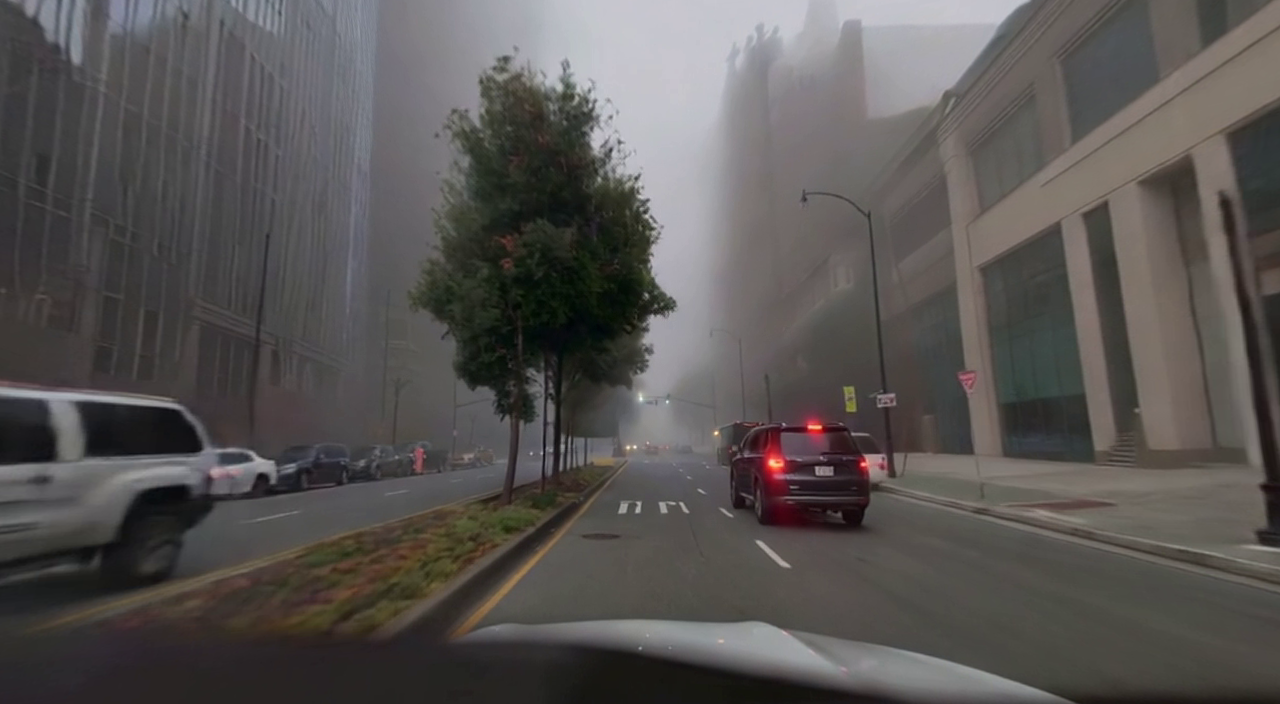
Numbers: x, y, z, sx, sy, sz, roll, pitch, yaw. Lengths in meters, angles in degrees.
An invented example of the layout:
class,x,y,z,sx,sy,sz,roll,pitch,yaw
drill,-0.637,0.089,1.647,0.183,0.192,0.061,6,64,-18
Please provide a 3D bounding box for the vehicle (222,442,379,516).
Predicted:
class,x,y,z,sx,sy,sz,roll,pitch,yaw
vehicle,-8.778,3.246,16.796,1.750,1.607,4.241,0,-7,1

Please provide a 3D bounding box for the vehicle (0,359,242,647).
class,x,y,z,sx,sy,sz,roll,pitch,yaw
vehicle,-5.247,0.988,4.087,2.030,1.881,4.994,0,-9,0

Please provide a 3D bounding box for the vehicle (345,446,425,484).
class,x,y,z,sx,sy,sz,roll,pitch,yaw
vehicle,-12.099,5.374,30.270,1.937,1.642,4.591,0,-9,-1

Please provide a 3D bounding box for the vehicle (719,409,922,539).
class,x,y,z,sx,sy,sz,roll,pitch,yaw
vehicle,2.933,2.164,11.795,2.118,1.848,5.426,0,-9,-1
